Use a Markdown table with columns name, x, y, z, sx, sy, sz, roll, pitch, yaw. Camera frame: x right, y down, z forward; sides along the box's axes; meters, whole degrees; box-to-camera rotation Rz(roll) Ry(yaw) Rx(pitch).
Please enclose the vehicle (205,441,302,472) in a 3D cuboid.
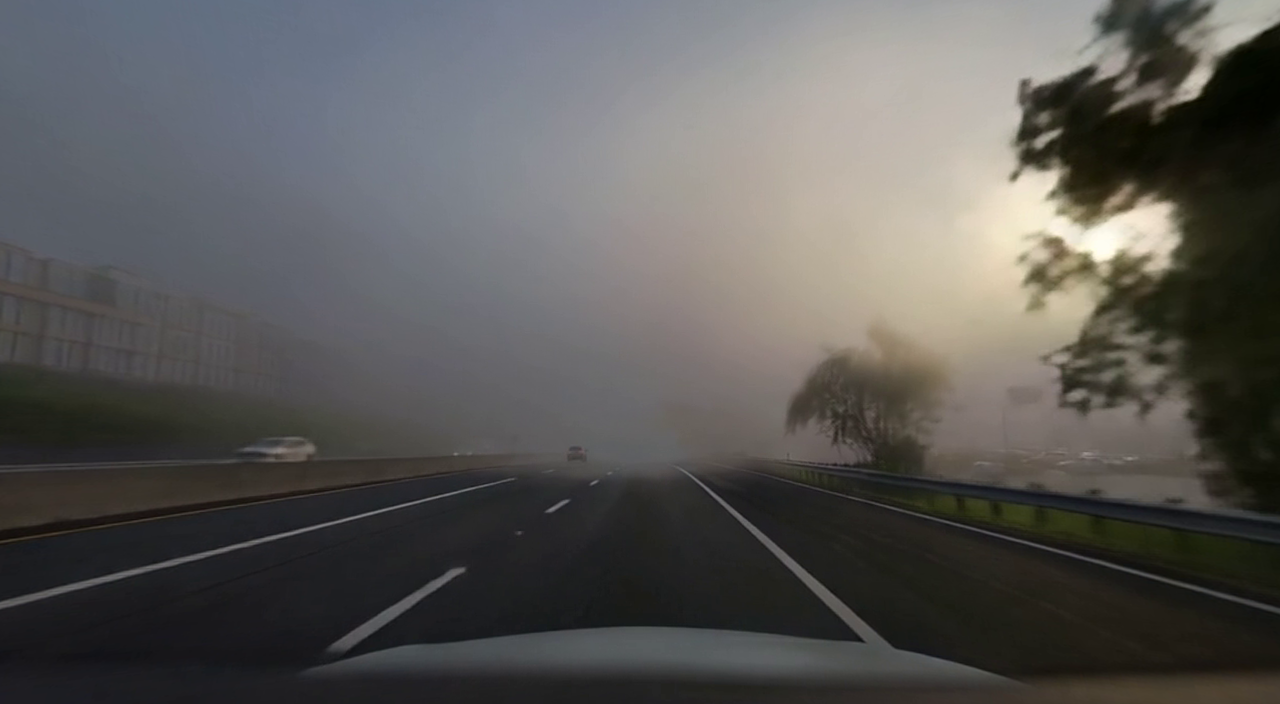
| name | x | y | z | sx | sy | sz | roll | pitch | yaw |
| --- | --- | --- | --- | --- | --- | --- | --- | --- | --- |
| vehicle | -26.651 | 7.228 | 43.683 | 2.367 | 1.964 | 6.623 | 0 | -9 | 2 |
